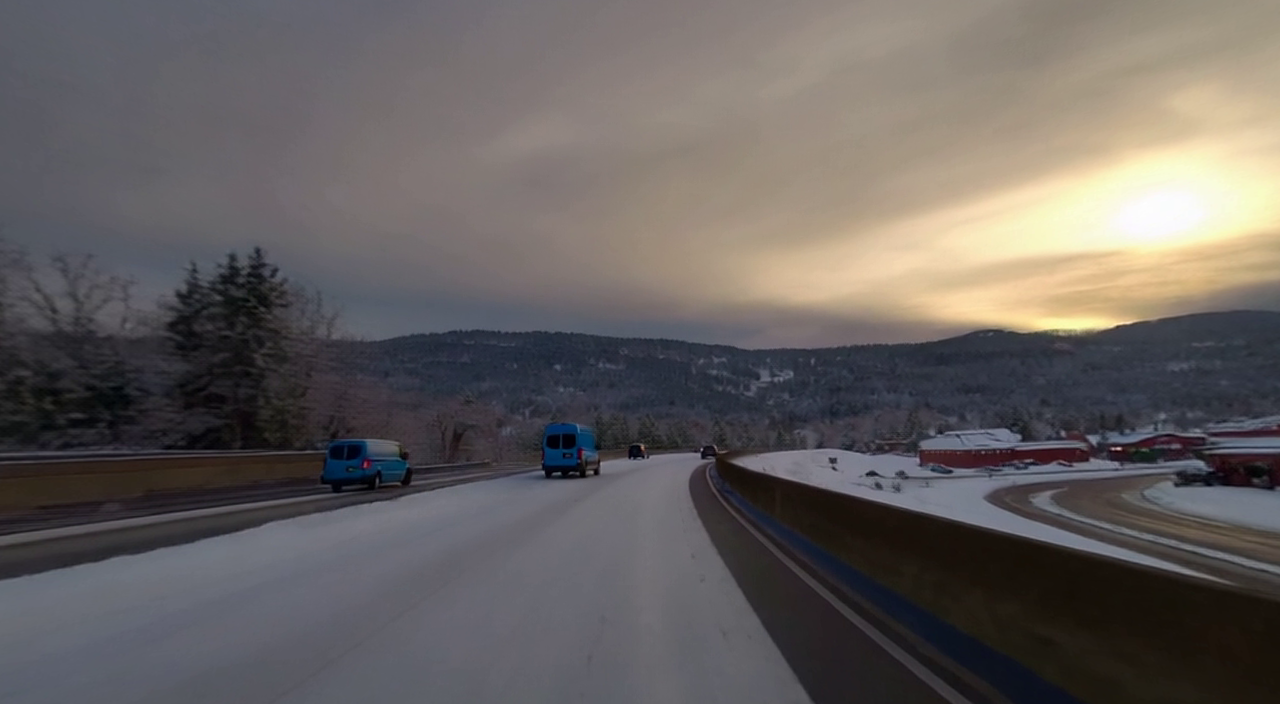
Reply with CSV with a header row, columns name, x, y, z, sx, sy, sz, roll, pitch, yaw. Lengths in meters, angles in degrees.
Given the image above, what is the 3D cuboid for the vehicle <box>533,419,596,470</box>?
name,x,y,z,sx,sy,sz,roll,pitch,yaw
vehicle,-4.275,5.450,37.154,2.314,2.703,6.441,-1,-9,6

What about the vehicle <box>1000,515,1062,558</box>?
name,x,y,z,sx,sy,sz,roll,pitch,yaw
vehicle,22.263,10.500,36.180,1.887,1.776,4.198,-2,-9,16

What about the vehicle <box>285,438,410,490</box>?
name,x,y,z,sx,sy,sz,roll,pitch,yaw
vehicle,-9.463,3.635,20.903,1.821,1.524,4.342,-1,-8,4
